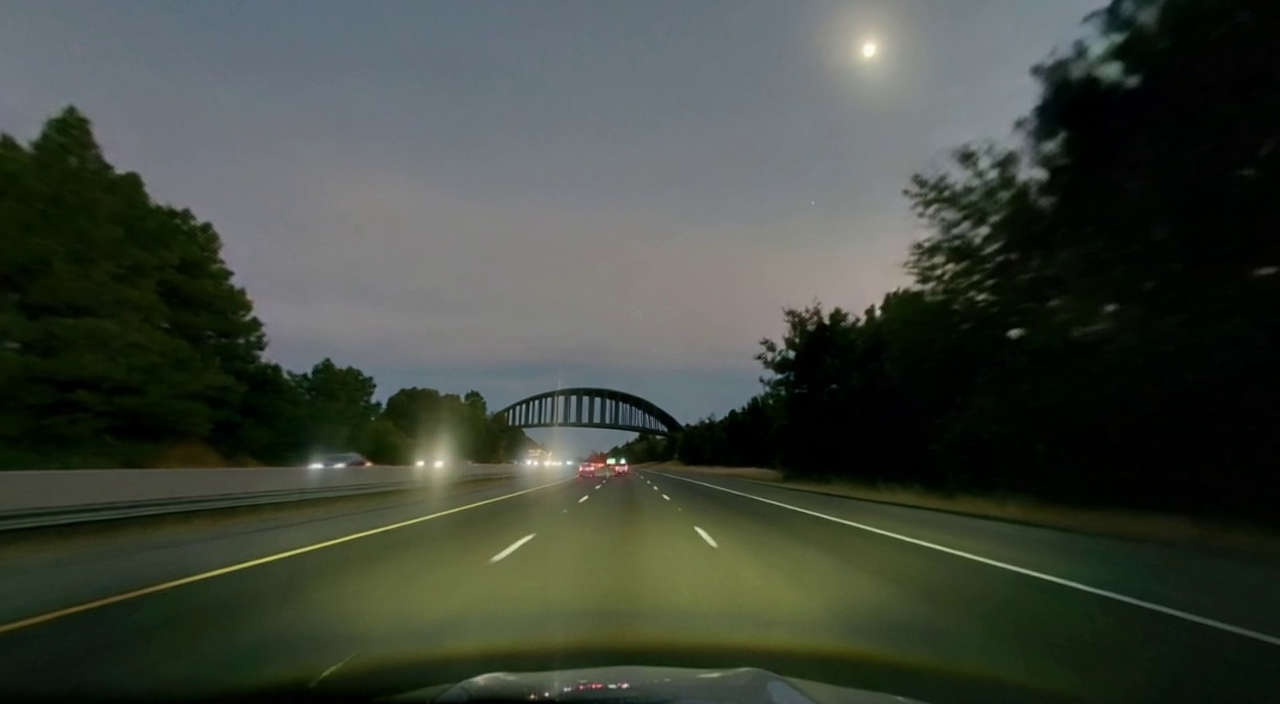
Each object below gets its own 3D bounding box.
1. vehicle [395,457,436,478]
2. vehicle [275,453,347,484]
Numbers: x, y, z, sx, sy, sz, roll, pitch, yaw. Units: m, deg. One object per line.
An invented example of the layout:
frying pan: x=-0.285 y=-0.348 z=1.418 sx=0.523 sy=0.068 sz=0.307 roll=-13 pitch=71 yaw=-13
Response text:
vehicle: x=-17.073 y=8.830 z=48.088 sx=1.868 sy=1.456 sz=3.665 roll=1 pitch=-10 yaw=-2
vehicle: x=-17.055 y=6.073 z=32.851 sx=1.763 sy=1.450 sz=3.772 roll=1 pitch=-10 yaw=-1
